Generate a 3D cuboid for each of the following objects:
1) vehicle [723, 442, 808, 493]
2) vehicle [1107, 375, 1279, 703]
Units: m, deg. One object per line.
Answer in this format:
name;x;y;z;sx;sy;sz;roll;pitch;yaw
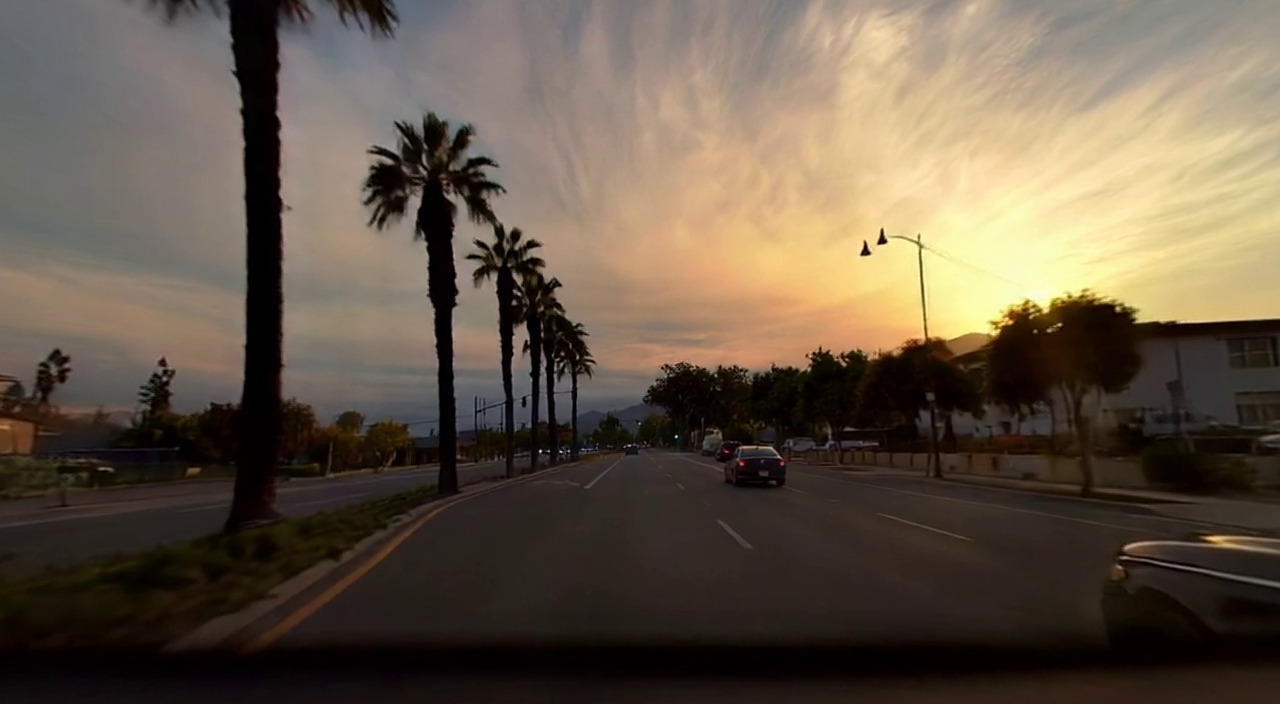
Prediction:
vehicle;4.038;3.813;21.211;1.989;1.492;4.689;0;-9;1
vehicle;3.196;0.602;0.458;2.065;1.539;4.727;0;-9;0
